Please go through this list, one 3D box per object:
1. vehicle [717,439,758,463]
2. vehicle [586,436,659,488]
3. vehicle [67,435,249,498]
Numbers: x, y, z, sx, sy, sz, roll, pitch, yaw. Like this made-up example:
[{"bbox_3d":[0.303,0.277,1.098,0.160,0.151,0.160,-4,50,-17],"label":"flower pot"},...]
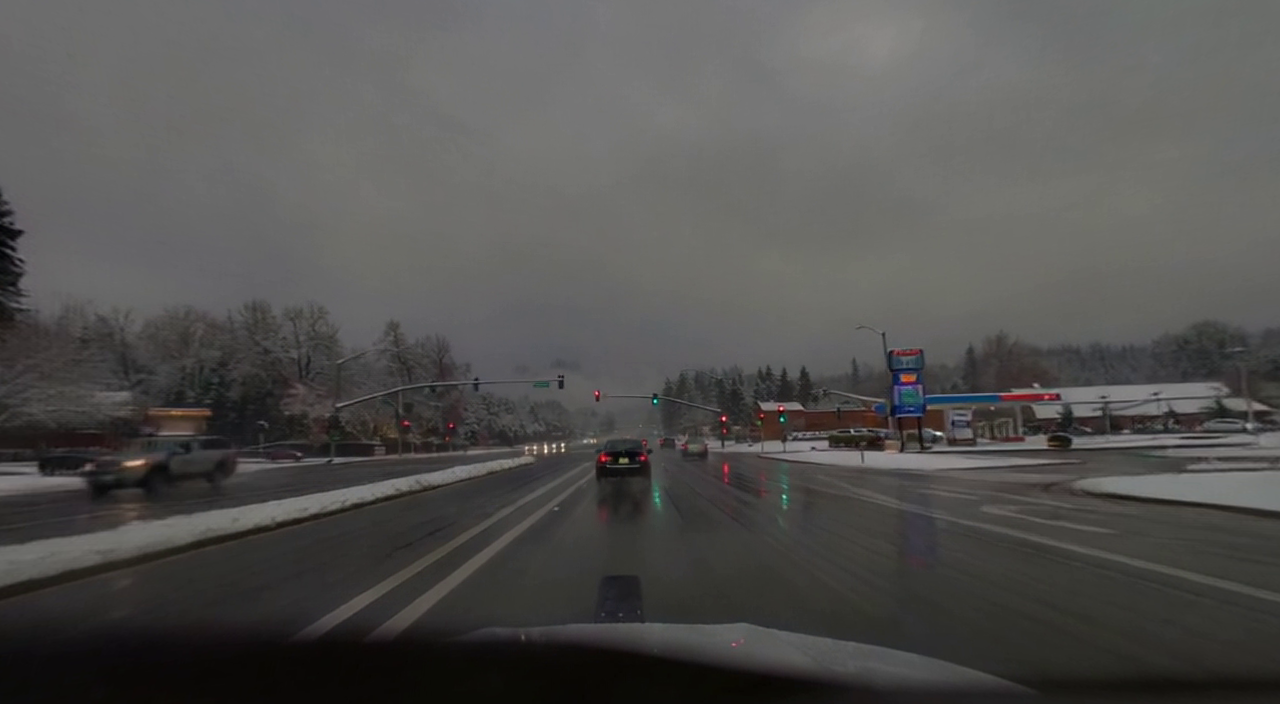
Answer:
[{"bbox_3d":[6.292,6.460,41.229,1.890,1.489,4.396,0,-8,-1],"label":"vehicle"},{"bbox_3d":[-0.509,3.370,19.644,2.040,1.451,3.736,0,-8,0],"label":"vehicle"},{"bbox_3d":[-17.198,4.096,23.116,2.224,2.000,5.743,0,-8,-1],"label":"vehicle"}]
